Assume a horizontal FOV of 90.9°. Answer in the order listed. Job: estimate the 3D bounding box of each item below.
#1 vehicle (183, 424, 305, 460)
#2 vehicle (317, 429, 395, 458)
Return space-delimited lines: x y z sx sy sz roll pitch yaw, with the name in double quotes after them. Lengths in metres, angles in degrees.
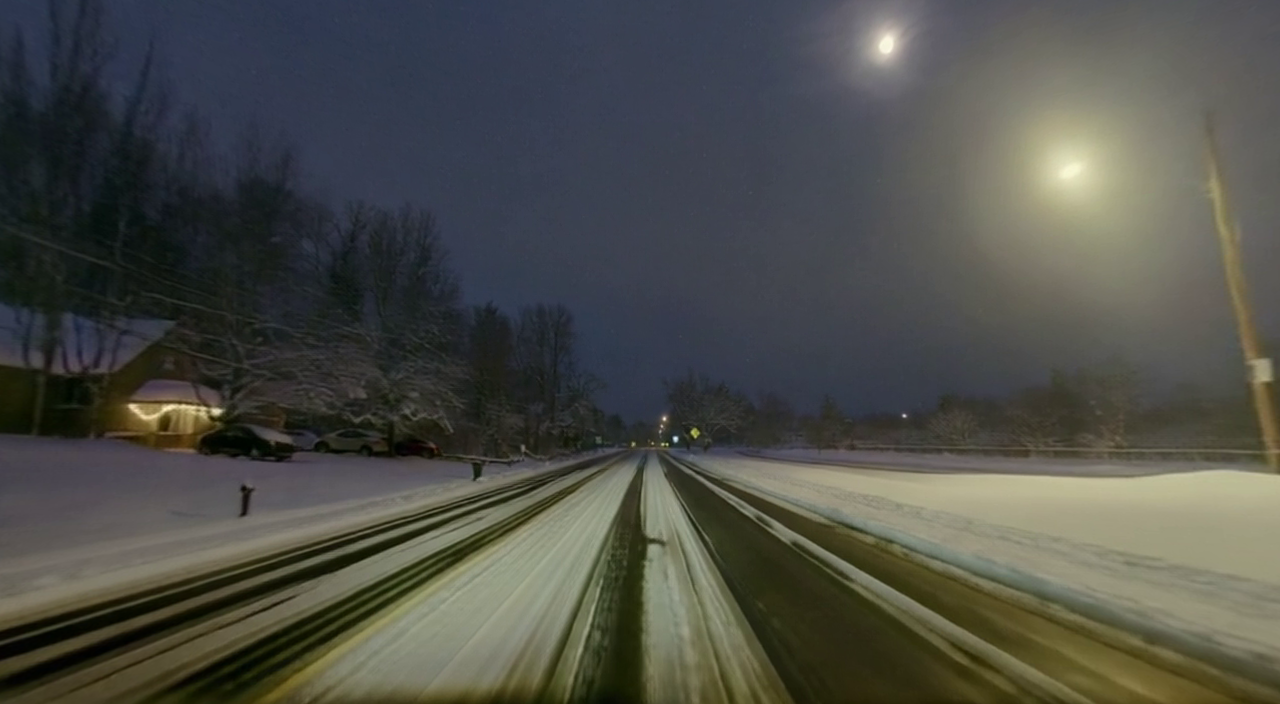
-20.089 4.608 32.147 4.640 1.765 2.242 1 -9 -3 "vehicle"
-19.917 6.418 44.306 4.511 1.876 2.044 0 -8 10 "vehicle"
